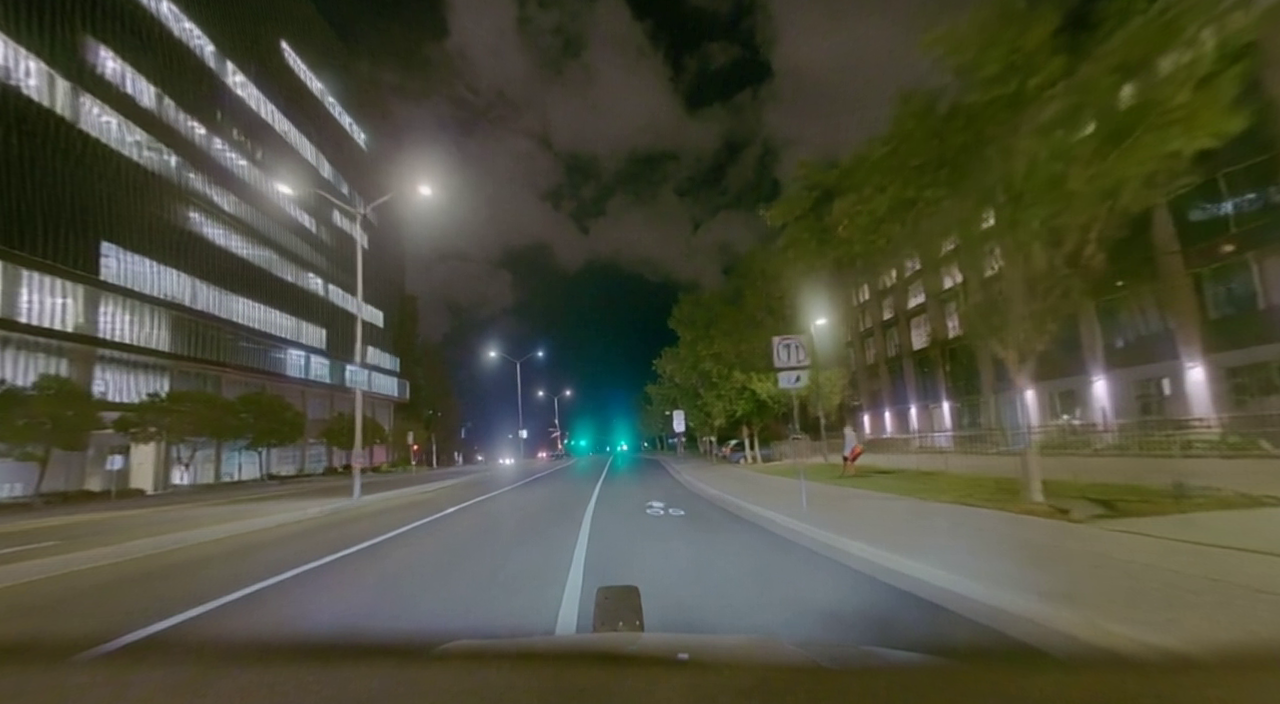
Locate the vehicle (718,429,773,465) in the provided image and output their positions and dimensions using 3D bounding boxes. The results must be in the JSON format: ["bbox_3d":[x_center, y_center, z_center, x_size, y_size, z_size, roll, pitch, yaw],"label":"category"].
[{"bbox_3d":[6.035,5.535,36.857,2.160,1.944,5.086,0,-9,-2],"label":"vehicle"}]

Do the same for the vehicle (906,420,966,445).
[{"bbox_3d":[19.411,5.353,41.655,1.890,1.492,4.494,0,-8,1],"label":"vehicle"}]

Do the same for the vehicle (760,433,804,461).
[{"bbox_3d":[8.364,5.641,37.511,1.842,1.535,3.638,0,-9,2],"label":"vehicle"}]
